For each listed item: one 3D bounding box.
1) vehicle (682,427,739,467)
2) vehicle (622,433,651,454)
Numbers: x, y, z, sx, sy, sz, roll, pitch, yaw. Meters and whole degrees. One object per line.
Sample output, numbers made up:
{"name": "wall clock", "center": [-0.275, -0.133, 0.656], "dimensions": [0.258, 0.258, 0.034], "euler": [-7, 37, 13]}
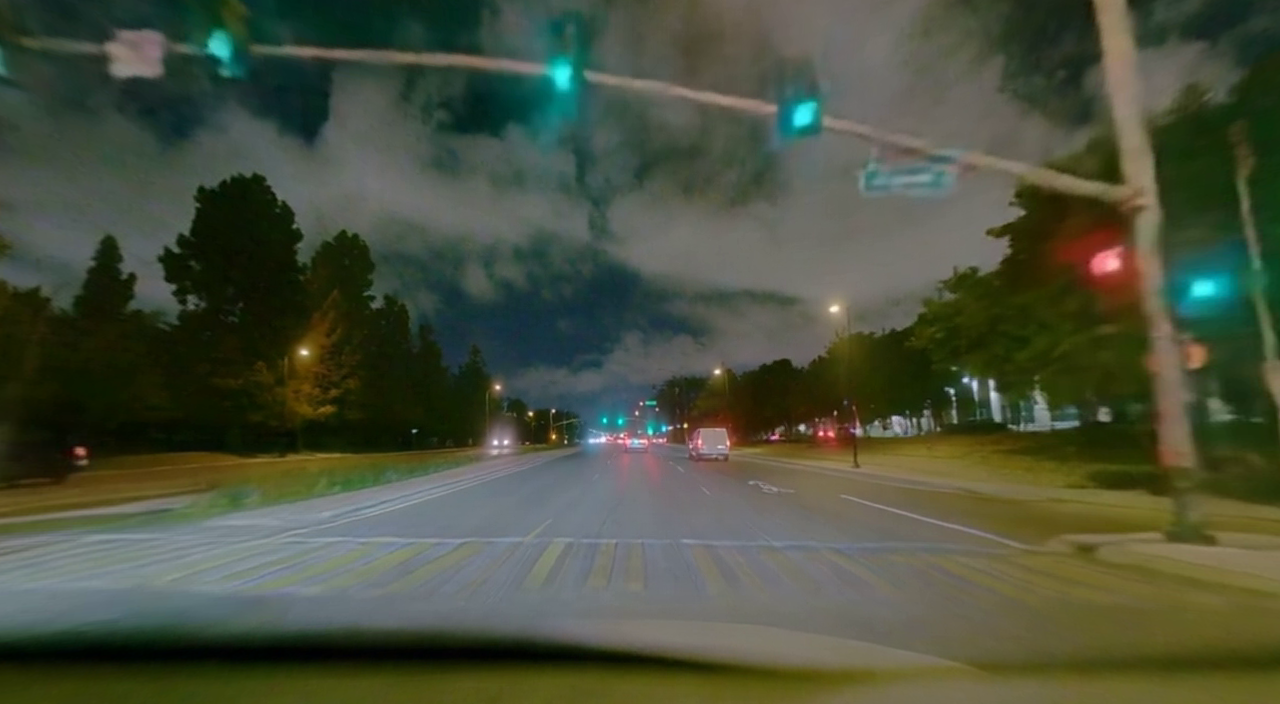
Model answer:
{"name": "vehicle", "center": [3.313, 4.603, 30.562], "dimensions": [2.181, 1.781, 4.257], "euler": [0, -8, -1]}
{"name": "vehicle", "center": [-0.271, 6.664, 45.773], "dimensions": [2.039, 1.455, 3.826], "euler": [0, -8, -1]}
